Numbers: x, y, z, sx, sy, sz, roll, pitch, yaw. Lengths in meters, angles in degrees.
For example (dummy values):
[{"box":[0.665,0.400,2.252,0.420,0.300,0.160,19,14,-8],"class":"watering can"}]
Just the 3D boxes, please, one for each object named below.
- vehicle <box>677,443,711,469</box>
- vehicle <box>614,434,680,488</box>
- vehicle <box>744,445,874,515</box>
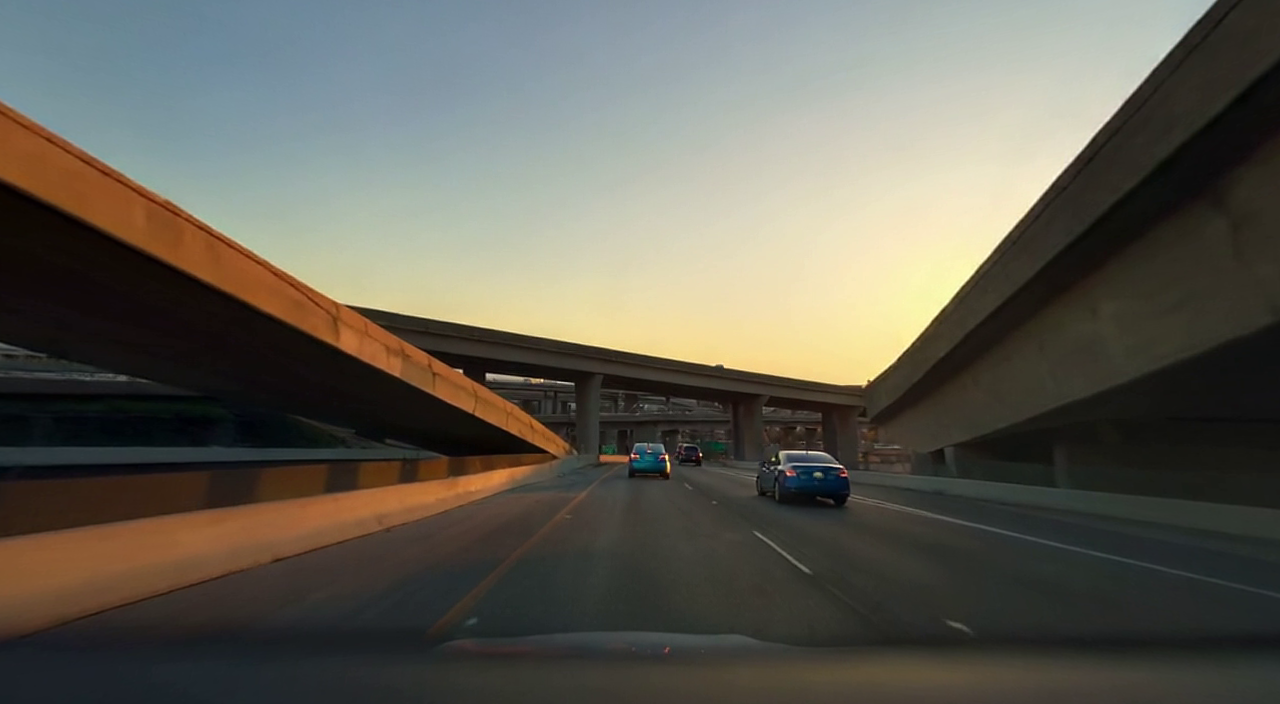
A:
[{"box":[3.680,7.162,43.573,2.047,1.700,4.069,0,-9,0],"class":"vehicle"},{"box":[0.226,4.067,23.809,2.264,1.841,4.583,0,-9,0],"class":"vehicle"},{"box":[4.021,3.096,15.747,2.047,1.500,4.017,0,-9,-1],"class":"vehicle"}]
